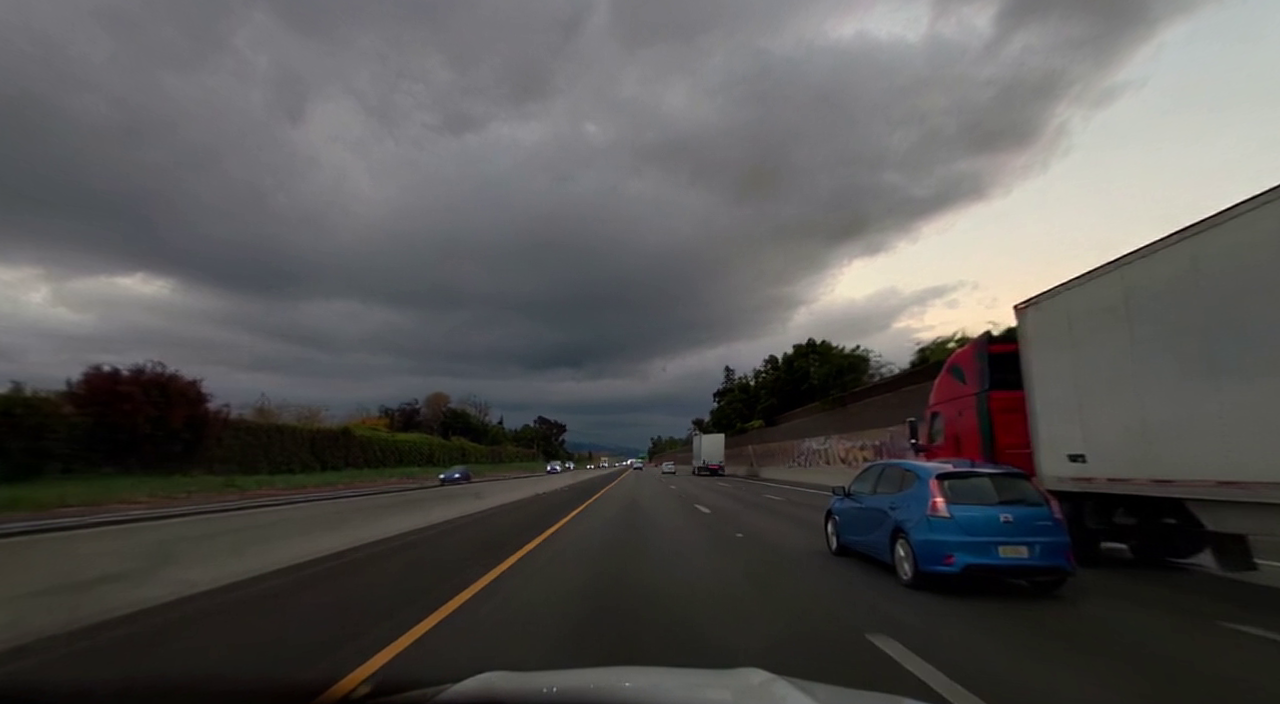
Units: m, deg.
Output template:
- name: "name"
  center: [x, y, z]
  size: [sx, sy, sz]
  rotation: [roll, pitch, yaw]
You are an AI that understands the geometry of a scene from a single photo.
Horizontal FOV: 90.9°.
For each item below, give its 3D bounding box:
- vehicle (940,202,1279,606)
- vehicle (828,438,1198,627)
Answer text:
- name: "vehicle"
  center: [8.102, 0.309, 5.070]
  size: [3.298, 4.017, 16.824]
  rotation: [1, -10, 1]
- name: "vehicle"
  center: [3.780, 1.925, 7.303]
  size: [2.011, 1.574, 3.512]
  rotation: [-1, -11, -1]
